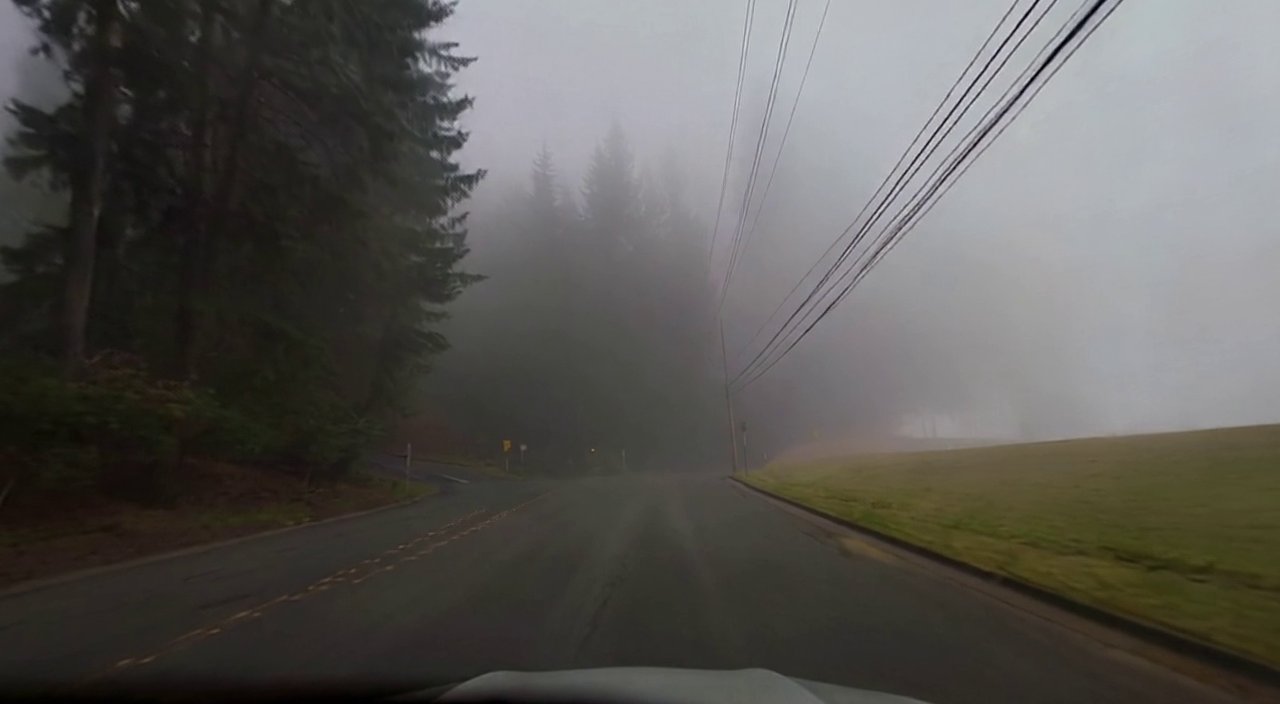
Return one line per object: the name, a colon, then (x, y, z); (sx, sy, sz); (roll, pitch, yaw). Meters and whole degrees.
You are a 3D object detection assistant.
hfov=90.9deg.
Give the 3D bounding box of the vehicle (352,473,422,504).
vehicle: (-15.883, 8.494, 39.508); (4.043, 1.673, 1.970); (-5, -10, 31)
